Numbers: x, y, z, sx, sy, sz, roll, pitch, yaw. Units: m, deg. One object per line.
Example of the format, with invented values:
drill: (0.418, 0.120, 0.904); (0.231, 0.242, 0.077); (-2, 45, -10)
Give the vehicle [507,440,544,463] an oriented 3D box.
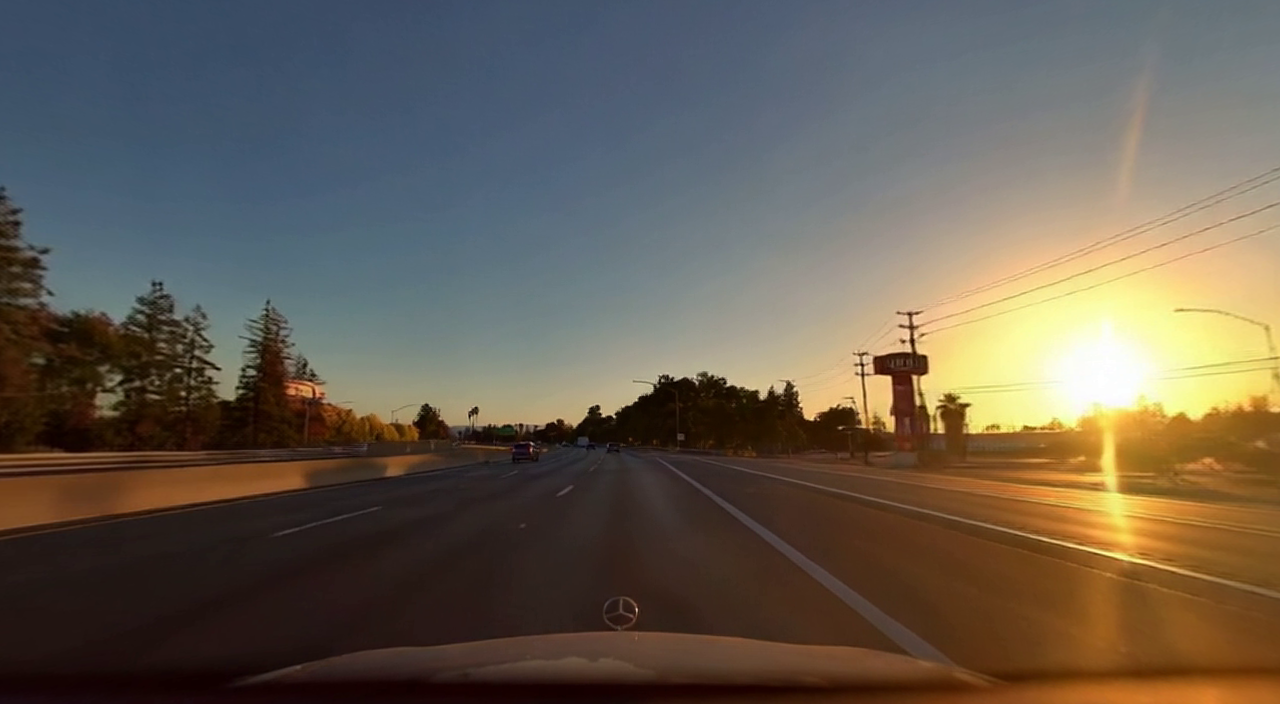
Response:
vehicle: (-8.681, 7.547, 48.081); (2.053, 1.682, 4.423); (0, -8, -1)
